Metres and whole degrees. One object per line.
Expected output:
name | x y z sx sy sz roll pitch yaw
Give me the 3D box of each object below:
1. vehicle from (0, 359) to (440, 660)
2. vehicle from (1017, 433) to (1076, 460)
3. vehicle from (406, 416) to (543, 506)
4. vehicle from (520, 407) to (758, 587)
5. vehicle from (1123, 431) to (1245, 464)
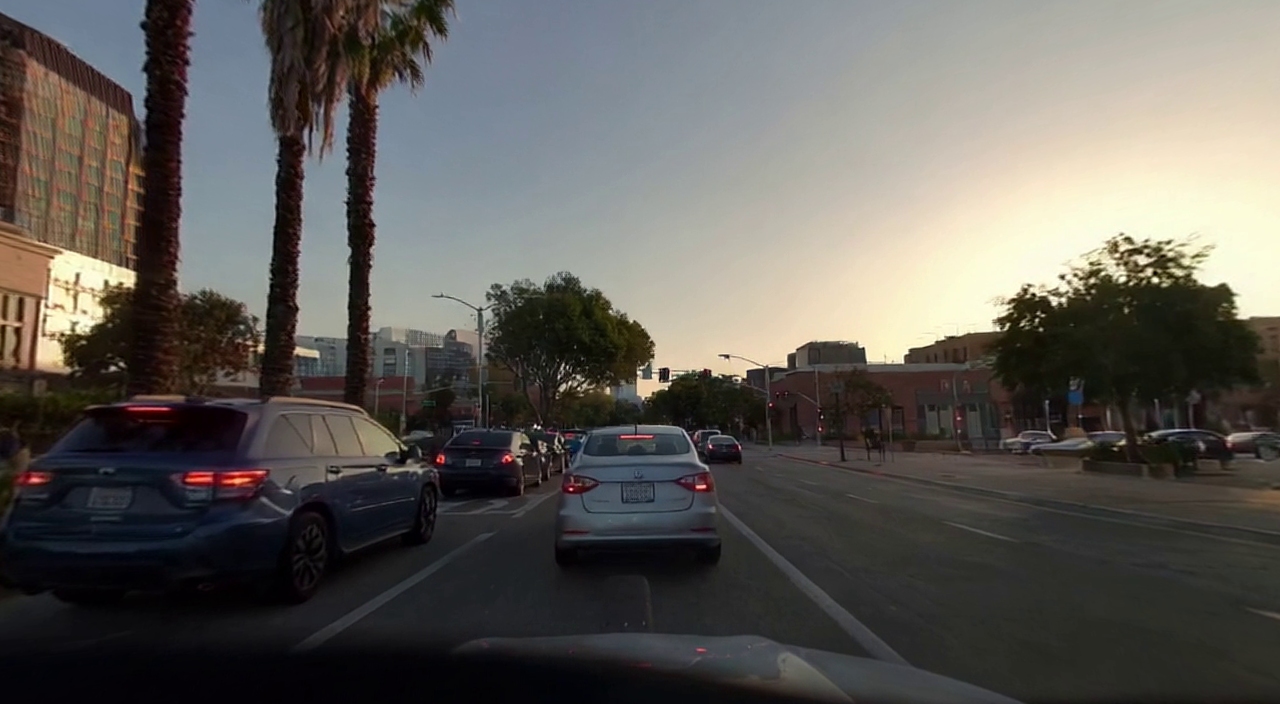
vehicle | -3.534 1.232 5.928 1.914 1.741 4.398 0 -8 -1
vehicle | 26.157 6.108 40.713 1.882 1.672 3.957 -2 -9 13
vehicle | -3.452 2.363 14.000 1.840 1.684 4.041 0 -8 1
vehicle | -0.048 1.608 7.821 2.114 1.585 4.285 0 -8 -1
vehicle | 25.448 4.479 29.596 3.914 1.427 1.779 -2 -8 5
